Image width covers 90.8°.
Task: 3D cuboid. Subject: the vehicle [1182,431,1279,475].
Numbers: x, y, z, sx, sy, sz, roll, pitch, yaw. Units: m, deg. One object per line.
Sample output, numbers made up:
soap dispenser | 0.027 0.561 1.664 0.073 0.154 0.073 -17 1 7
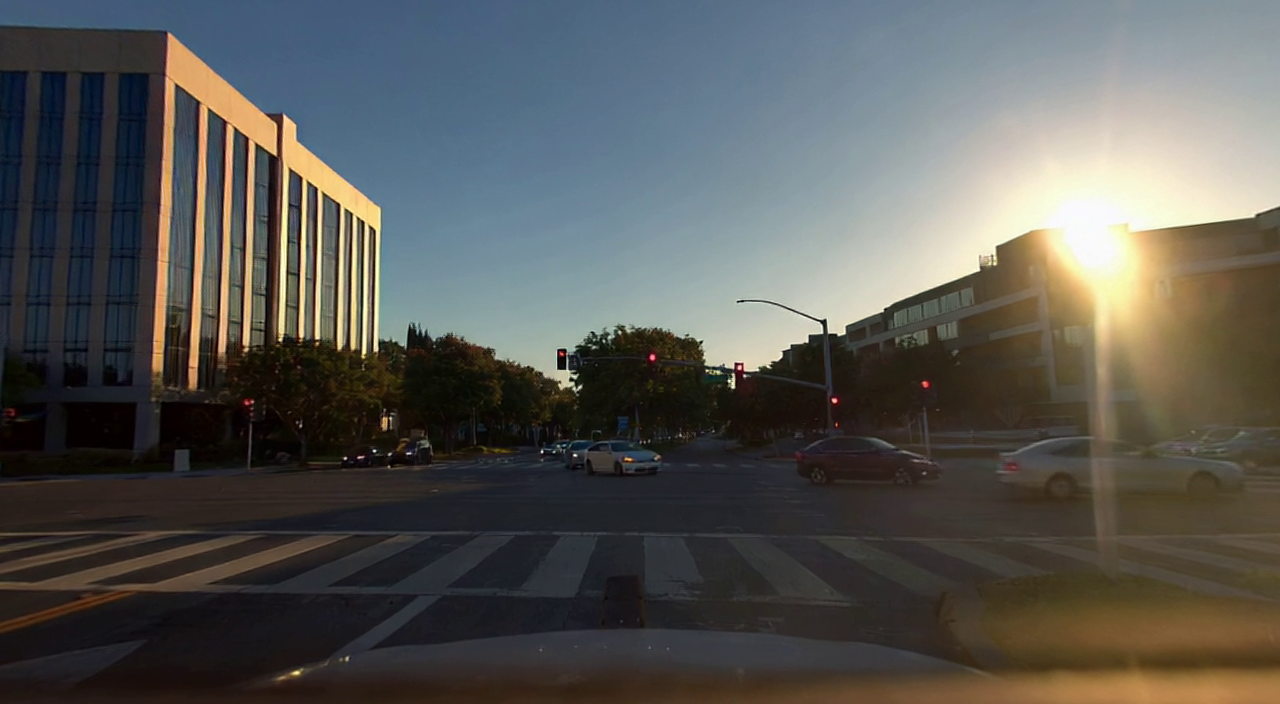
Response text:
vehicle | 22.314 3.561 22.367 4.474 1.477 1.908 0 -9 -2

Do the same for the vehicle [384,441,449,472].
vehicle | -15.153 7.113 43.177 2.340 1.946 5.450 -1 -9 1

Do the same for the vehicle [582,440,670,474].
vehicle | -0.779 4.949 29.897 2.115 1.445 4.864 4 -10 -29

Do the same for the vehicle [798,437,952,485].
vehicle | 7.981 3.683 21.586 4.637 1.461 2.109 -4 -9 24

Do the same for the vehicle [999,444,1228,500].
vehicle | 11.646 2.967 15.807 4.093 1.288 1.910 -1 -9 4

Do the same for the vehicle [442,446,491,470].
vehicle | -11.659 7.142 42.800 2.003 1.476 4.297 -1 -9 2

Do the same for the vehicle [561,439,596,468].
vehicle | -3.811 6.135 38.419 1.950 1.629 4.385 1 -9 -7

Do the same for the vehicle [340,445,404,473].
vehicle | -18.568 7.406 44.055 2.237 1.842 5.116 0 -9 0
